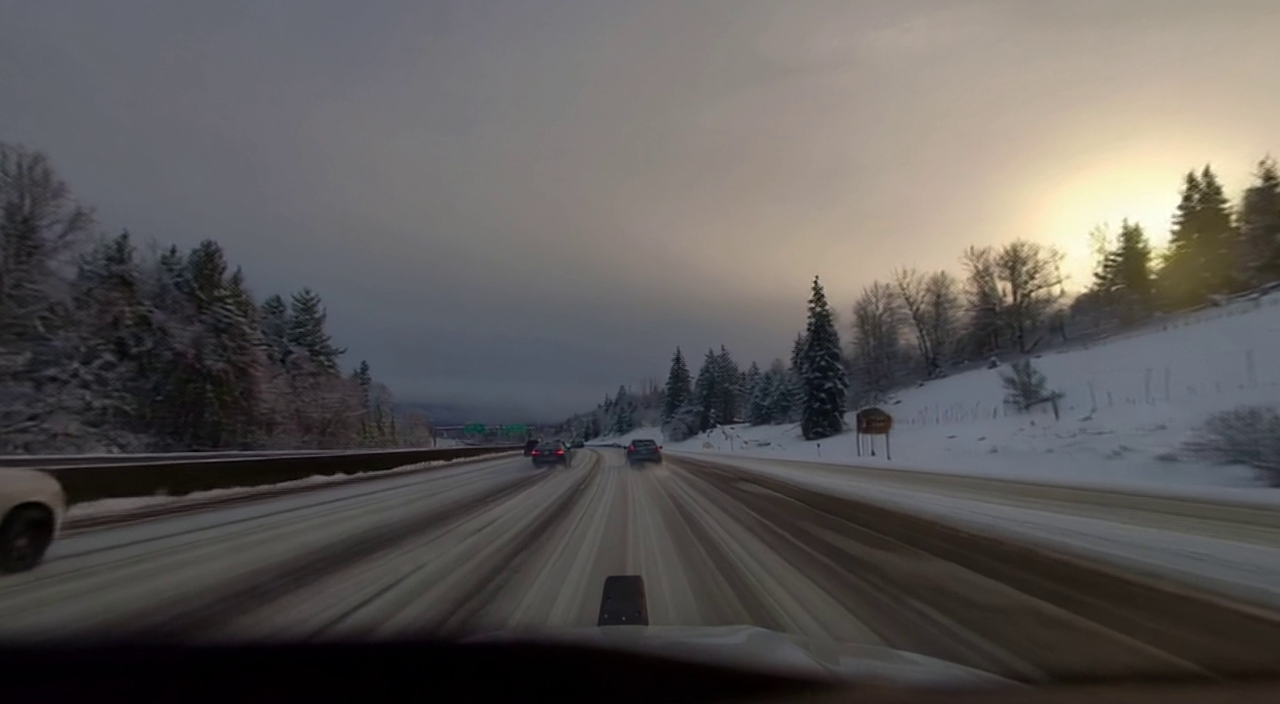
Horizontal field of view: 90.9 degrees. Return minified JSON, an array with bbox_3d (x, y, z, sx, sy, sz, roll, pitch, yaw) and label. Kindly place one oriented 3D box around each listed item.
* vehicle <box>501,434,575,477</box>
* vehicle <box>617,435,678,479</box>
[{"bbox_3d":[-3.968,4.137,25.465,2.246,1.519,4.980,0,-9,-1],"label":"vehicle"},{"bbox_3d":[0.196,3.818,23.134,2.051,1.444,3.927,0,-9,-2],"label":"vehicle"}]
